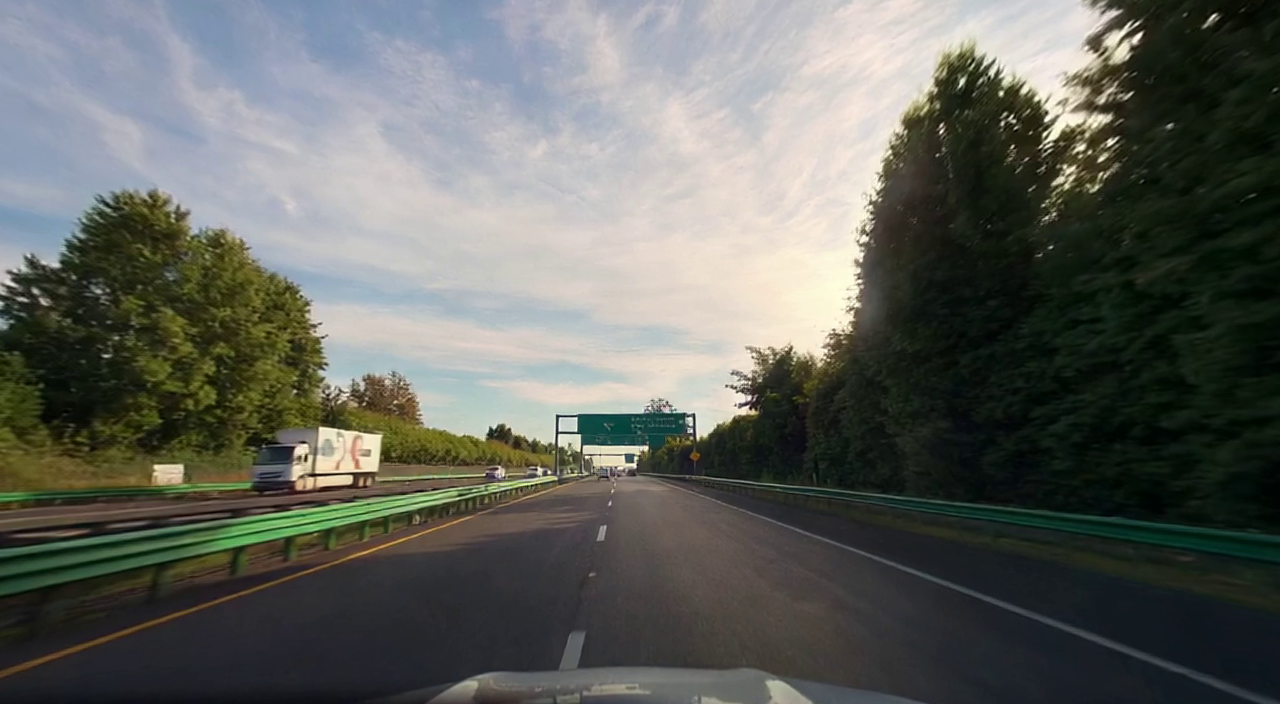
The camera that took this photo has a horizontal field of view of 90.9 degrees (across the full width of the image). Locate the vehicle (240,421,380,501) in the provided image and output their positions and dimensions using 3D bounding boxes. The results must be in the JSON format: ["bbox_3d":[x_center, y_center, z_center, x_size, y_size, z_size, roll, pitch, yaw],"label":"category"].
[{"bbox_3d":[-15.599,5.341,30.620,2.688,3.314,7.619,1,-11,-1],"label":"vehicle"}]
